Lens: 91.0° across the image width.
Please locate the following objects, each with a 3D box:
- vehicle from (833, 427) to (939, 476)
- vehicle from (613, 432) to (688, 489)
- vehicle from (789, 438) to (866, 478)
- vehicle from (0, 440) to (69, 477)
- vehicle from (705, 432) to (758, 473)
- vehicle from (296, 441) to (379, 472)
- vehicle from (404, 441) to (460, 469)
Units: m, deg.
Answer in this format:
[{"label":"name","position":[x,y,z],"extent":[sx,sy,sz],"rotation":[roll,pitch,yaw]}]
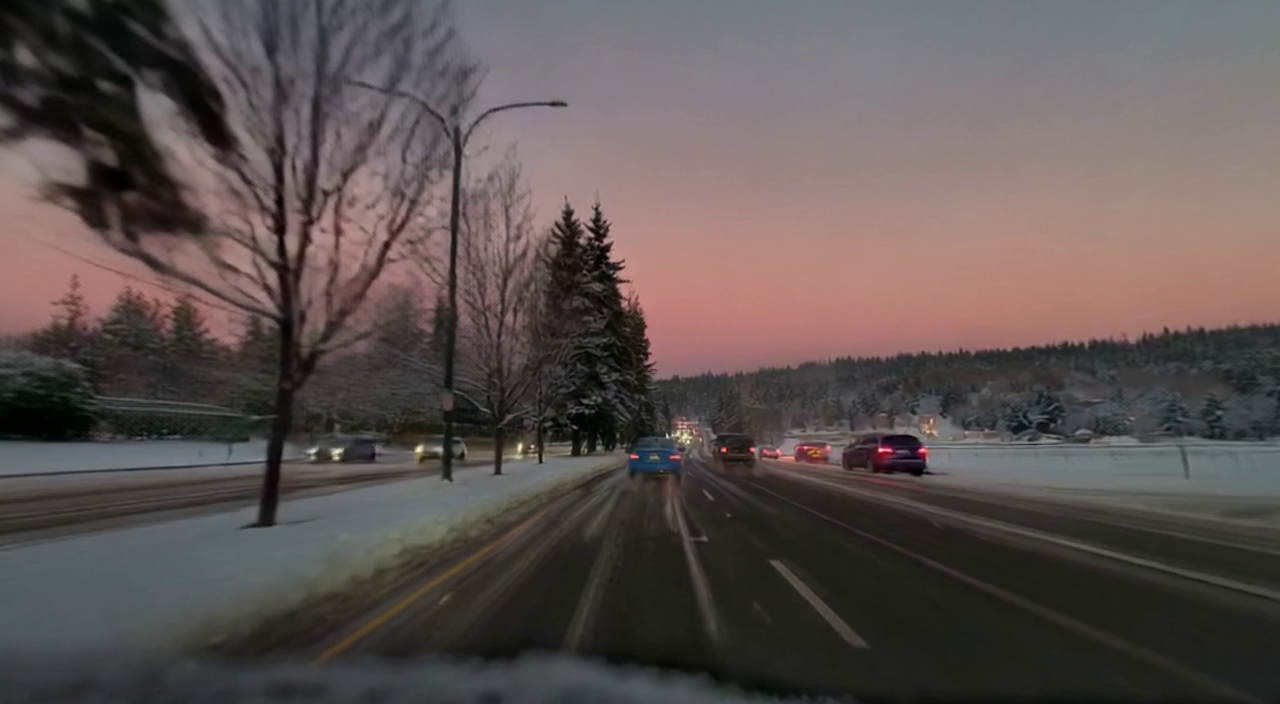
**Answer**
[{"label":"vehicle","position":[11.527,4.749,30.256],"extent":[2.493,2.084,6.892],"rotation":[0,-8,1]},{"label":"vehicle","position":[0.352,3.414,20.189],"extent":[2.145,1.603,4.369],"rotation":[0,-8,1]},{"label":"vehicle","position":[7.682,4.366,26.205],"extent":[1.928,1.488,4.361],"rotation":[0,-8,1]},{"label":"vehicle","position":[-27.487,4.621,27.315],"extent":[3.405,1.540,1.782],"rotation":[2,-9,-8]},{"label":"vehicle","position":[4.308,4.814,30.233],"extent":[1.976,1.796,4.159],"rotation":[0,-8,1]},{"label":"vehicle","position":[-15.984,5.518,33.561],"extent":[2.036,1.524,4.590],"rotation":[0,-8,1]},{"label":"vehicle","position":[-12.473,6.173,38.014],"extent":[1.869,1.549,4.675],"rotation":[1,-8,-1]}]
